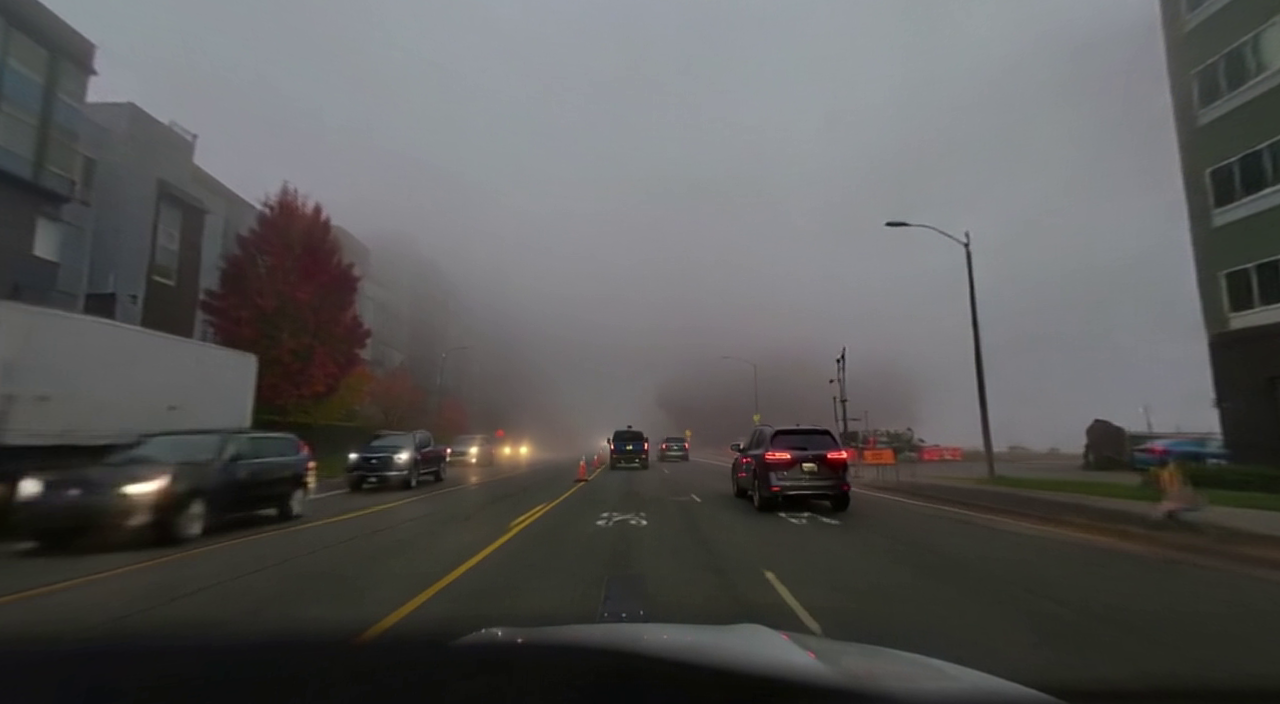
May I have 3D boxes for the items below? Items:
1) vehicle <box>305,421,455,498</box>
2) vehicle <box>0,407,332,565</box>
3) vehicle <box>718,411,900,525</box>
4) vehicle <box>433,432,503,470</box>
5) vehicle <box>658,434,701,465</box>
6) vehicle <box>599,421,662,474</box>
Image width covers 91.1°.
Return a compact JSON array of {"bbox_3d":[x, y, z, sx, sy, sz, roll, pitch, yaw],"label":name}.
[{"bbox_3d":[-7.646,3.232,19.308,2.296,1.911,5.688,-2,-8,-1],"label":"vehicle"},{"bbox_3d":[-7.302,1.930,9.926,2.437,1.820,4.827,-1,-8,0],"label":"vehicle"},{"bbox_3d":[3.075,2.292,12.966,2.120,1.828,5.531,0,-9,-1],"label":"vehicle"},{"bbox_3d":[-9.510,5.529,35.182,2.192,1.923,4.970,-1,-9,5],"label":"vehicle"},{"bbox_3d":[2.491,6.359,40.997,2.187,1.835,5.471,0,-8,-2],"label":"vehicle"},{"bbox_3d":[-0.526,4.737,31.141,2.762,2.309,6.723,0,-9,-2],"label":"vehicle"}]
